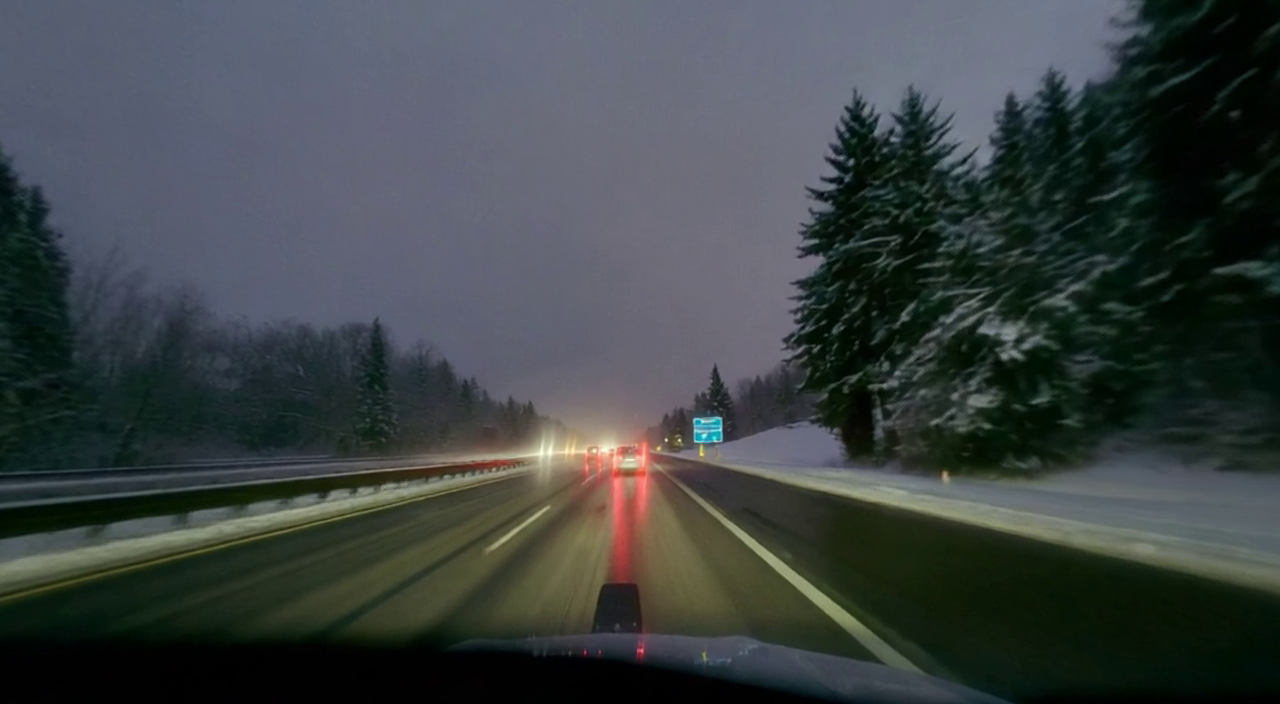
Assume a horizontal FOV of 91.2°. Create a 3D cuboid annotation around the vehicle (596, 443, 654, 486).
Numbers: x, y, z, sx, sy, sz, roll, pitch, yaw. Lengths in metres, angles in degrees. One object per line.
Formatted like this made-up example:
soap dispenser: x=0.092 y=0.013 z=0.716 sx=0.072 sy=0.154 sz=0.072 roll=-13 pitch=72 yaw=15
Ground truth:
vehicle: x=-0.557 y=4.340 z=24.400 sx=2.066 sy=1.490 sz=3.759 roll=-1 pitch=-9 yaw=0
